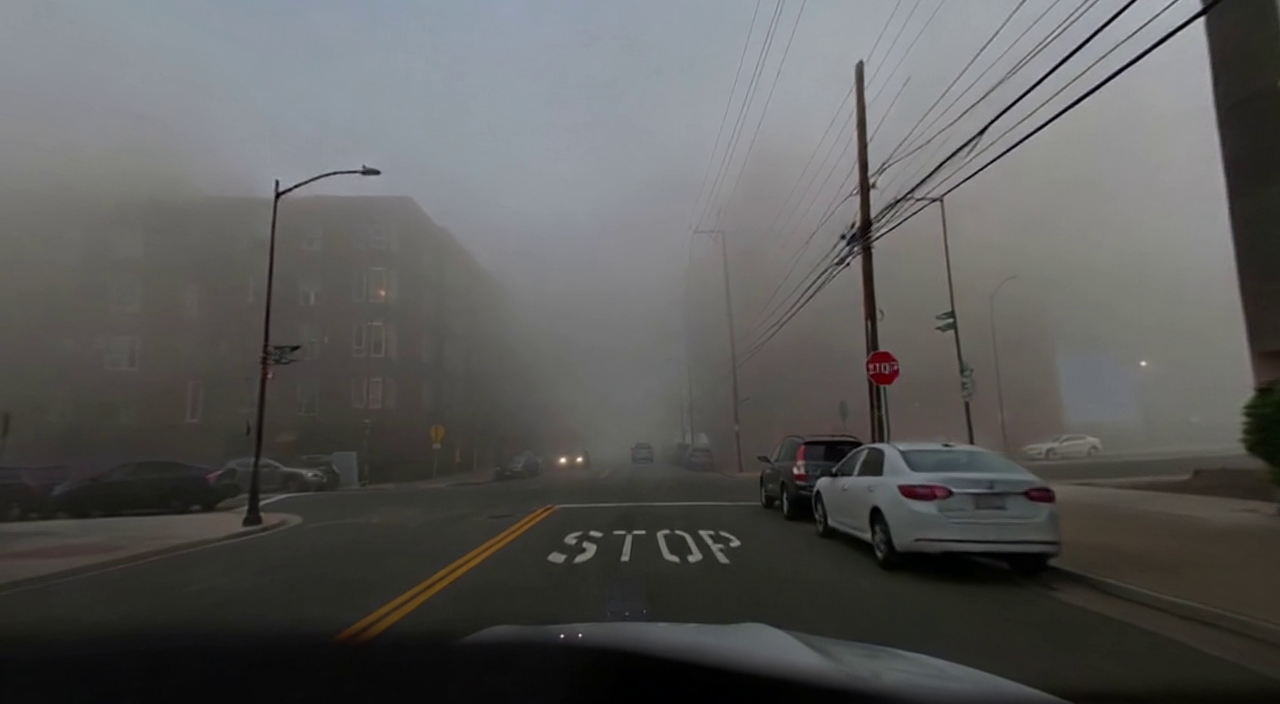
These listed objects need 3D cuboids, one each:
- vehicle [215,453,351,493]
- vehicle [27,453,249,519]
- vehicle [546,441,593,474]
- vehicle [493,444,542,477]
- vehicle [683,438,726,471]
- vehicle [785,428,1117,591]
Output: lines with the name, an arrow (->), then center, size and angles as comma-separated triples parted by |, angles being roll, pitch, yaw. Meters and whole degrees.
vehicle -> -17.144, 5.817, 30.462 | 5.354, 1.773, 1.991 | -1, -9, 0
vehicle -> -16.429, 4.383, 20.889 | 5.392, 1.808, 2.324 | -3, -9, 1
vehicle -> -4.169, 6.359, 38.117 | 2.201, 1.801, 4.750 | -1, -9, 2
vehicle -> -7.531, 6.692, 39.147 | 2.140, 1.874, 4.475 | -1, -9, 0
vehicle -> 3.868, 6.275, 38.695 | 2.164, 1.721, 4.416 | -4, -9, 1
vehicle -> 3.474, 1.841, 8.285 | 1.888, 1.495, 4.567 | 0, -9, -2
